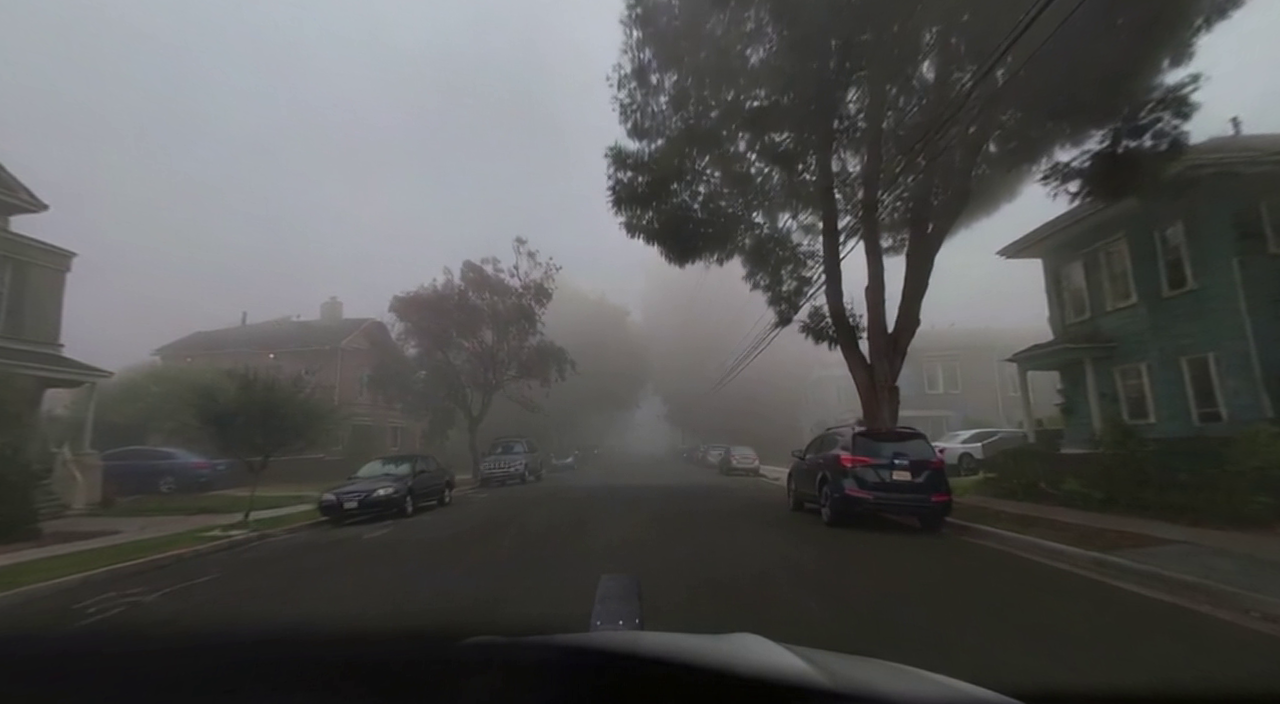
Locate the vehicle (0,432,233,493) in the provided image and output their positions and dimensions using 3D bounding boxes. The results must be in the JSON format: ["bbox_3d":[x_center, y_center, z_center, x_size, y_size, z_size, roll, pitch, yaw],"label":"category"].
[{"bbox_3d":[-16.312,3.380,19.561,5.908,1.762,2.107,0,-8,0],"label":"vehicle"}]

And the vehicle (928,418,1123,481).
[{"bbox_3d":[11.714,2.984,19.465,4.659,1.819,2.001,0,-8,0],"label":"vehicle"}]

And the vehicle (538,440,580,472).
[{"bbox_3d":[-4.886,6.346,38.761,1.873,1.709,4.206,-4,-8,1],"label":"vehicle"}]

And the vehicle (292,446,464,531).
[{"bbox_3d":[-5.328,2.784,13.590,1.824,1.417,4.395,-2,-8,1],"label":"vehicle"}]

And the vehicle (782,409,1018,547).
[{"bbox_3d":[3.863,1.954,10.414,2.049,1.776,4.285,0,-8,0],"label":"vehicle"}]

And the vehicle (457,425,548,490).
[{"bbox_3d":[-5.104,4.001,24.357,2.242,2.135,5.566,-2,-8,0],"label":"vehicle"}]

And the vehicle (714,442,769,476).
[{"bbox_3d":[4.646,4.941,29.539,1.893,1.437,4.369,0,-8,0],"label":"vehicle"}]
